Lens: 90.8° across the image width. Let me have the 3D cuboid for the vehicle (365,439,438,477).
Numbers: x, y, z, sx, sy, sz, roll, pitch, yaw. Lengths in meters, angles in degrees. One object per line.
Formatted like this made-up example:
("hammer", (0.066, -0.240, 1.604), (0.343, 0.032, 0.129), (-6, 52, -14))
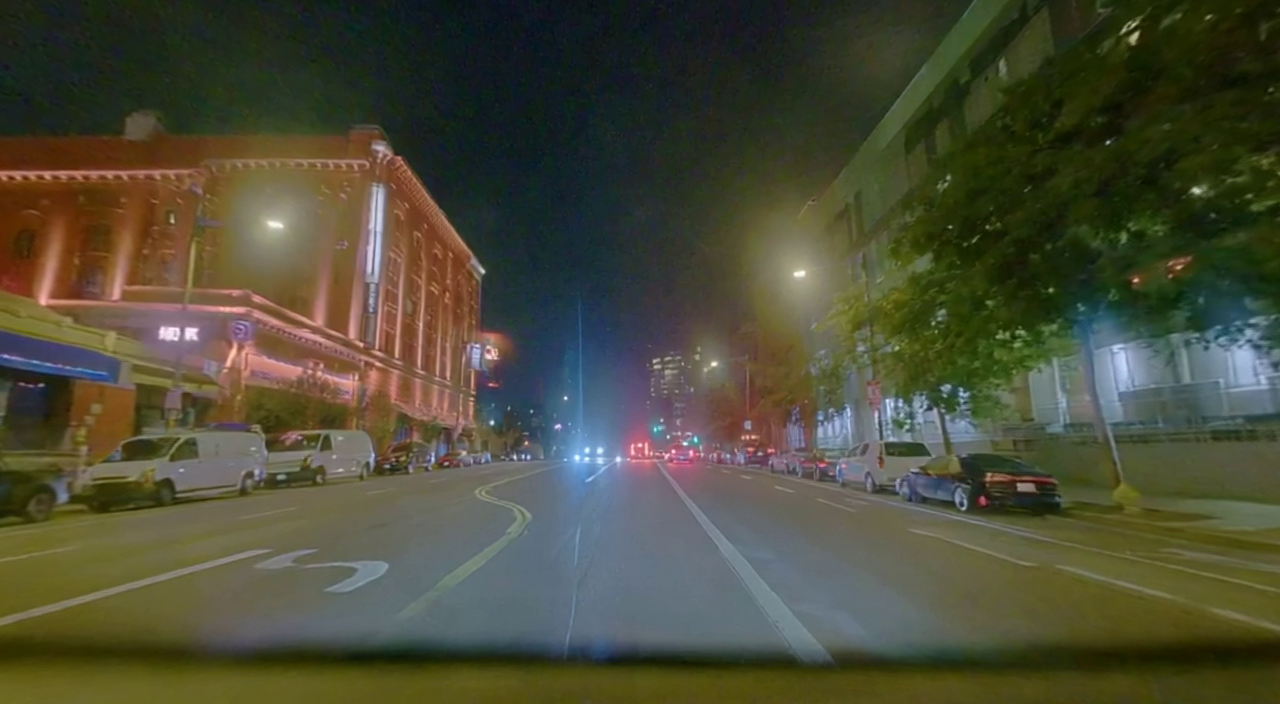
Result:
("vehicle", (-14.303, 6.478, 38.269), (2.330, 2.013, 5.310), (0, -12, -1))

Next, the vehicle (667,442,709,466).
("vehicle", (3.110, 6.768, 42.065), (2.238, 1.499, 4.964), (0, -8, -2))

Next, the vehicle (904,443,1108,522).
("vehicle", (7.983, 2.861, 14.455), (1.817, 1.467, 4.644), (-1, -9, -1))

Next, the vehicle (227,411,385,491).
("vehicle", (-14.461, 4.382, 28.171), (3.047, 3.098, 6.783), (0, -9, 2))

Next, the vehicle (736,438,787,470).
("vehicle", (8.039, 6.818, 42.383), (2.305, 1.984, 5.002), (-1, -9, -1))

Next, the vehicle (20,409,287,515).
("vehicle", (-14.789, 3.438, 20.134), (2.719, 2.775, 6.724), (-1, -9, 5))

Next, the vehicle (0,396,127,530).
("vehicle", (-14.599, 2.355, 13.349), (2.557, 2.759, 5.693), (0, -8, 0))

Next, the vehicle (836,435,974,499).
("vehicle", (7.952, 3.502, 19.570), (2.174, 1.697, 4.520), (0, -9, -2))
